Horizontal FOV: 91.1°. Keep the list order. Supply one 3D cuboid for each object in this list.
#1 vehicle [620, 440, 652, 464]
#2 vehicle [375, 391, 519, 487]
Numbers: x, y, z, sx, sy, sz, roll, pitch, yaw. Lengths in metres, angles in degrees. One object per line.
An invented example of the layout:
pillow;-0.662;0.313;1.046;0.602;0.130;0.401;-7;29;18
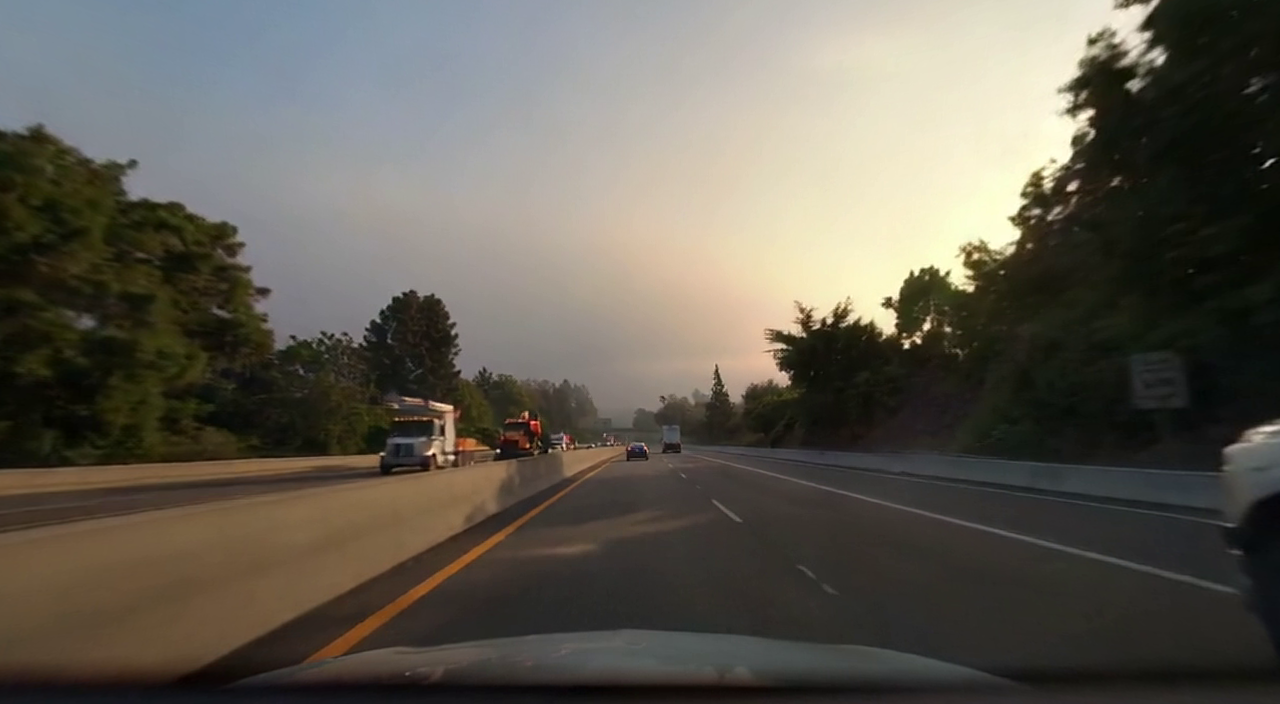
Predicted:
vehicle;-0.261;6.558;41.150;2.004;1.472;4.075;0;-8;-1
vehicle;-8.154;3.980;28.448;3.088;3.551;10.063;0;-8;1
